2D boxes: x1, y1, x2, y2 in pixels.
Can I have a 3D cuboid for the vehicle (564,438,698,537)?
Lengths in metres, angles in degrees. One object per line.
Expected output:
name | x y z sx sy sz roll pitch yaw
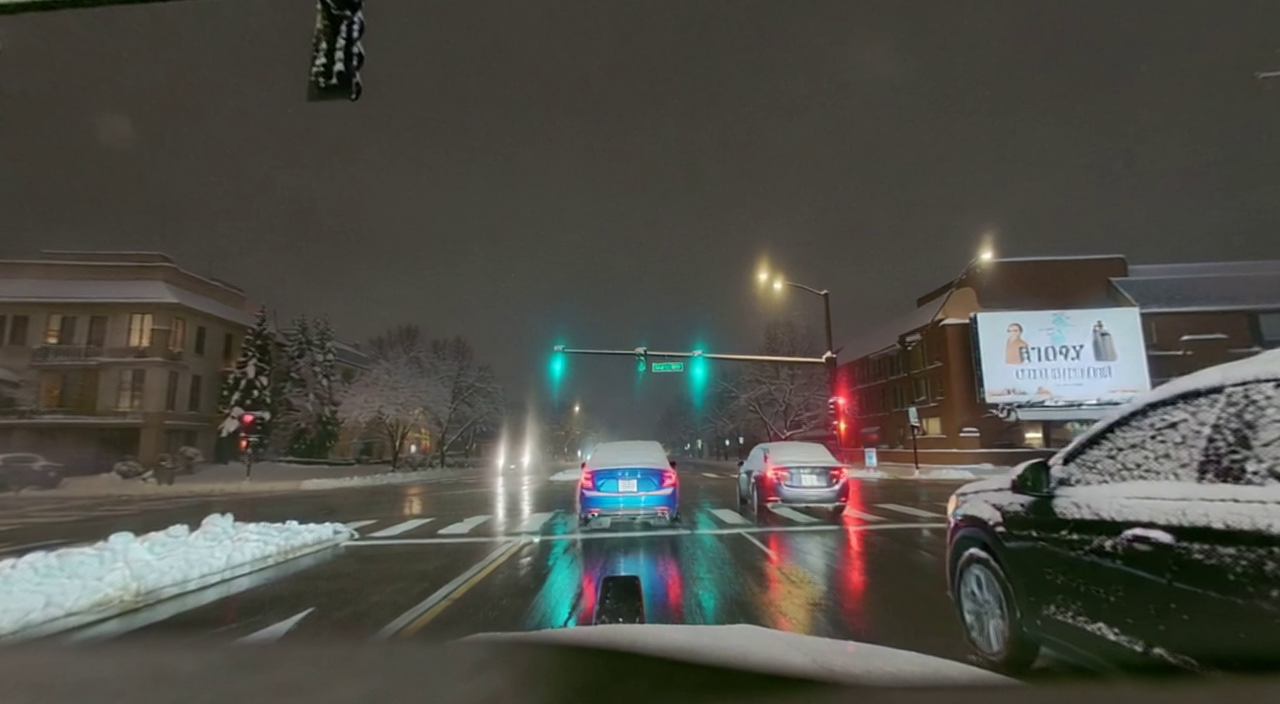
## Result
vehicle | -0.178 2.411 11.851 2.095 1.502 3.873 0 -9 -1

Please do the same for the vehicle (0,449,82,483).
vehicle | -35.721 6.518 36.491 2.145 1.797 5.198 -1 -9 1

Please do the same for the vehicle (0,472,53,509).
vehicle | -28.081 6.190 28.502 1.972 1.433 4.324 8 -12 -39

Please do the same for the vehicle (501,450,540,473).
vehicle | -8.593 7.907 45.896 1.879 1.510 4.619 0 -9 1

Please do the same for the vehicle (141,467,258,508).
vehicle | -19.155 5.876 27.786 1.942 1.453 4.448 0 -8 0

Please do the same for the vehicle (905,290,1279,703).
vehicle | 2.985 0.777 2.377 2.047 1.785 4.357 0 -9 0

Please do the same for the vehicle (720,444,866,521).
vehicle | 3.153 2.790 14.108 2.009 1.414 4.416 0 -9 -2

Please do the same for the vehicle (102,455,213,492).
vehicle | -27.583 6.937 36.409 2.300 1.932 5.056 -1 -9 2
